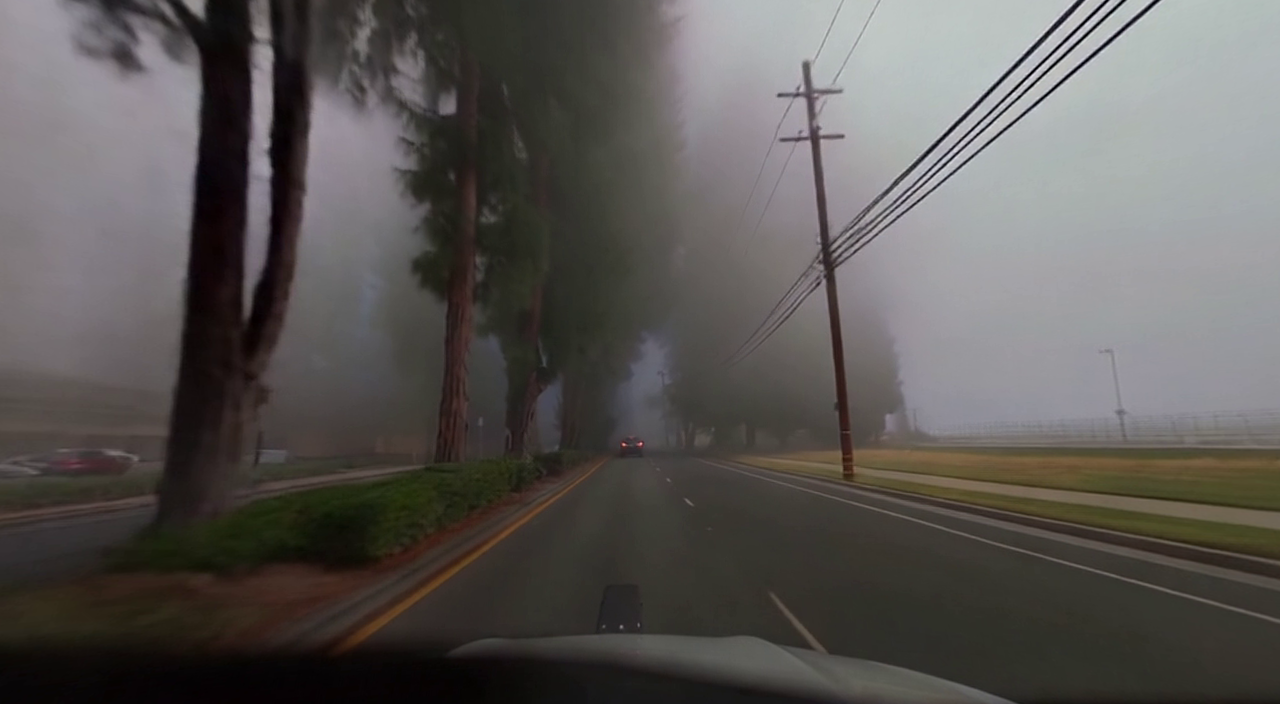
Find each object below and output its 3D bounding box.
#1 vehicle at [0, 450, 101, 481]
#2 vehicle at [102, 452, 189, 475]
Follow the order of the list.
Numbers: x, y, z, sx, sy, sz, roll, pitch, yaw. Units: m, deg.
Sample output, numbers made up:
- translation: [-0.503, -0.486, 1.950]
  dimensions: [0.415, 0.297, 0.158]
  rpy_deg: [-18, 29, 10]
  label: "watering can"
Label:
- translation: [-34.102, 6.453, 35.967]
  dimensions: [4.662, 1.660, 2.312]
  rpy_deg: [0, -9, -2]
  label: "vehicle"
- translation: [-34.324, 7.743, 43.942]
  dimensions: [4.367, 1.464, 1.992]
  rpy_deg: [-1, -9, 2]
  label: "vehicle"
